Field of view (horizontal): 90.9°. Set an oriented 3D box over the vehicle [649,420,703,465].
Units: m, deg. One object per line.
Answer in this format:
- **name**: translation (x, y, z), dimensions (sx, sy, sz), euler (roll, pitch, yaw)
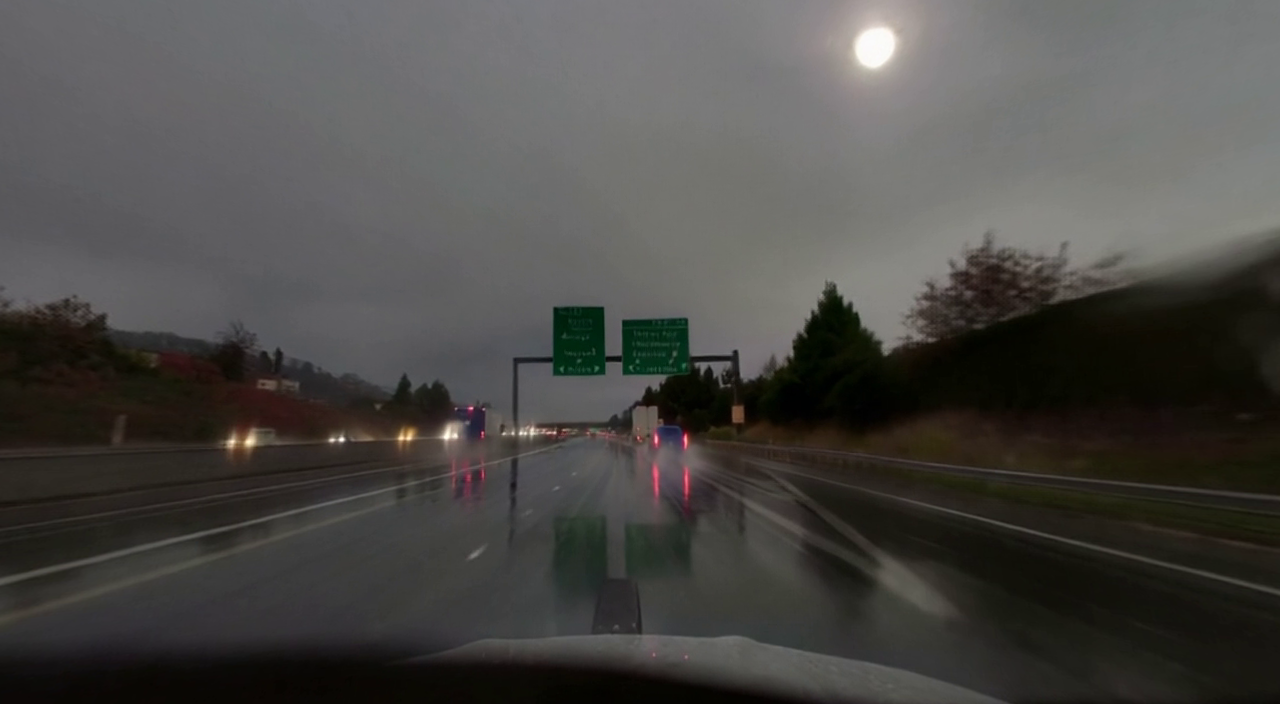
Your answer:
- **vehicle**: translation (1.584, 4.173, 29.201), dimensions (2.076, 1.914, 4.287), euler (0, -8, -2)
